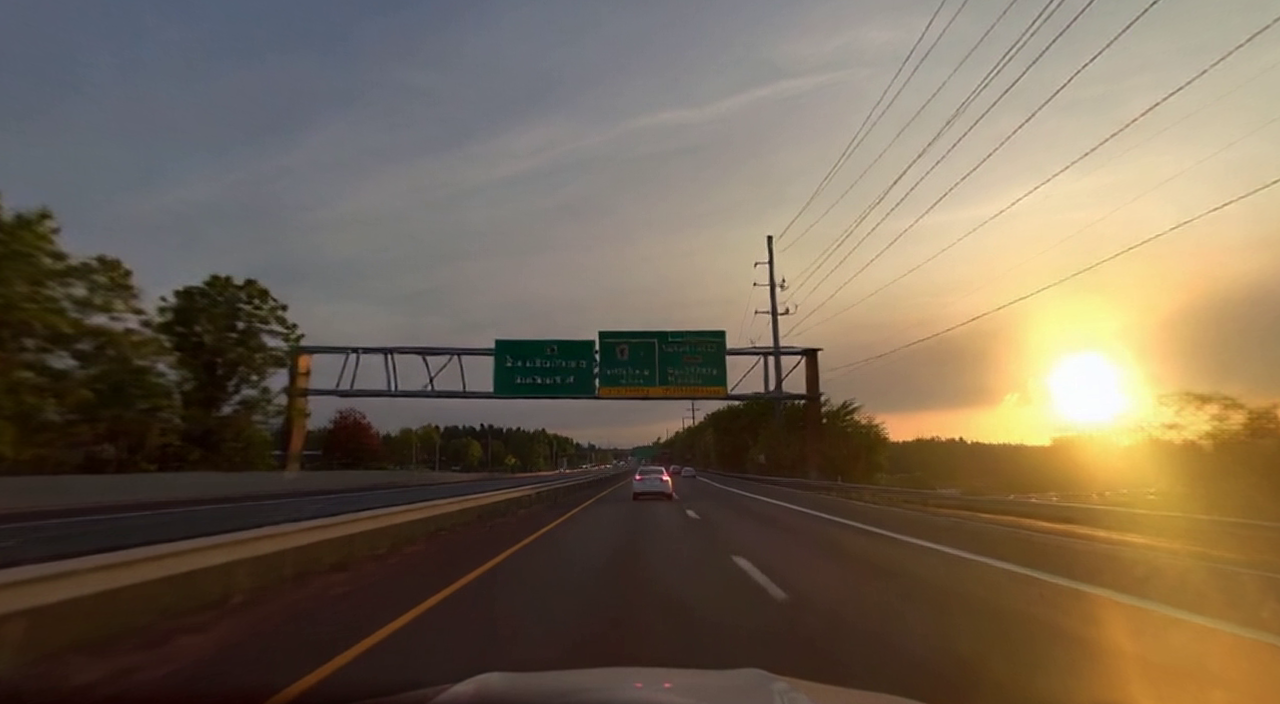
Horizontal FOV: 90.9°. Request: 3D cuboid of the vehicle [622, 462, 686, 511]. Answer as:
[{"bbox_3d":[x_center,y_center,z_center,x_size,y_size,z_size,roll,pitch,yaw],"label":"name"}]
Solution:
[{"bbox_3d":[0.447,4.566,21.686,1.987,1.480,3.786,1,-10,0],"label":"vehicle"}]
